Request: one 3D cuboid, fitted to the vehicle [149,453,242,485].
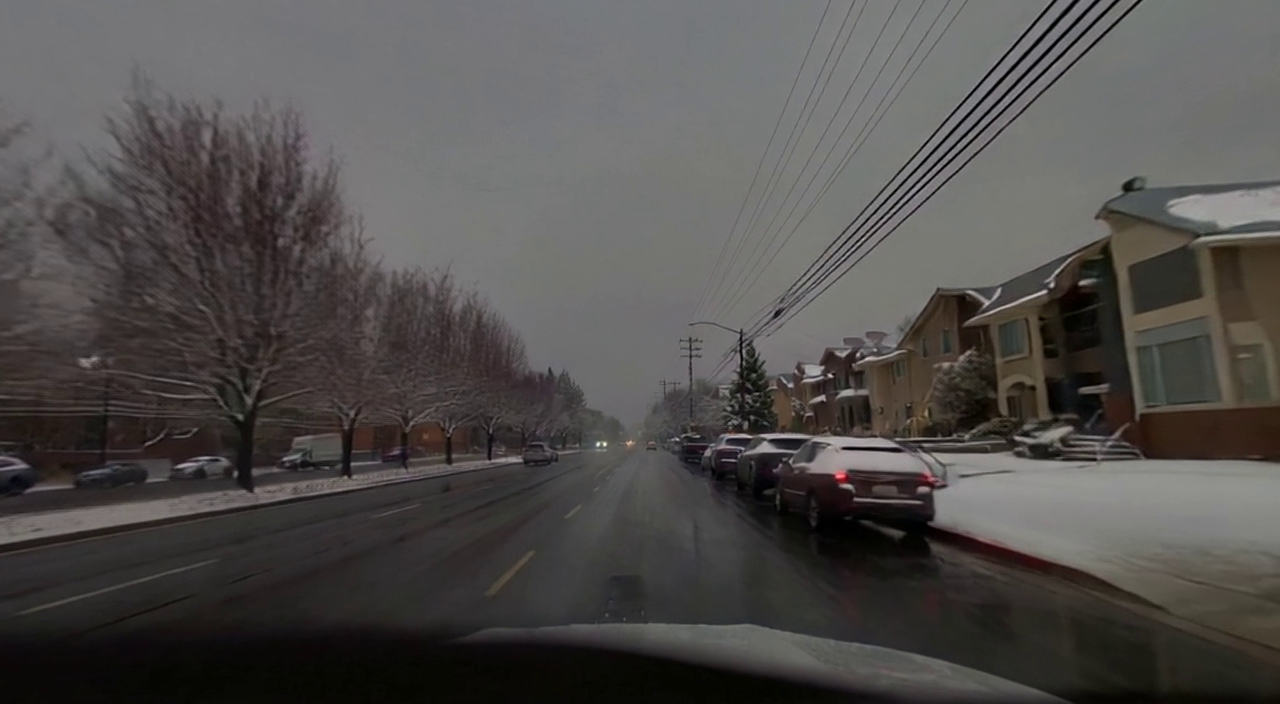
[{"bbox_3d":[-25.762,6.774,36.780,2.121,1.699,4.506,0,-8,1],"label":"vehicle"}]

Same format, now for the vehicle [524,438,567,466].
[{"bbox_3d":[-6.158,6.567,41.586,2.000,1.671,4.497,0,-8,1],"label":"vehicle"}]

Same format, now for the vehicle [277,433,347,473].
[{"bbox_3d":[-25.566,7.917,49.529,2.223,2.895,5.824,0,-8,1],"label":"vehicle"}]

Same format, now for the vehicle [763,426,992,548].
[{"bbox_3d":[3.545,2.107,10.601,2.048,1.556,4.753,0,-8,1],"label":"vehicle"}]
